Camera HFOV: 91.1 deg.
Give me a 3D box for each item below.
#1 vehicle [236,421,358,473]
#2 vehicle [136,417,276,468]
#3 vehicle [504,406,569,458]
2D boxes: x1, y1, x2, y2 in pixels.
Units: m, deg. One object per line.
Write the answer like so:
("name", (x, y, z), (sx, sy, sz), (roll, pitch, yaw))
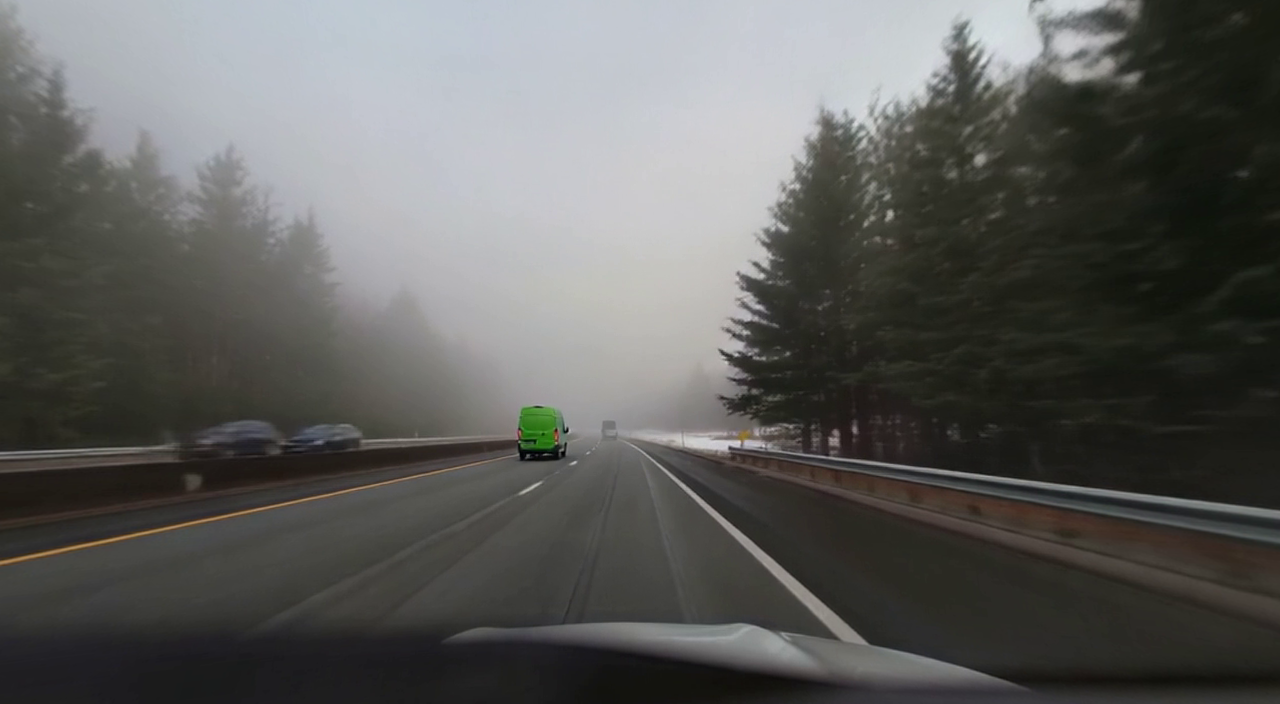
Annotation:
("vehicle", (-11.847, 3.298, 22.115), (1.907, 1.590, 4.292), (1, -8, -1))
("vehicle", (-15.534, 3.276, 22.869), (1.965, 1.658, 4.405), (0, -8, -1))
("vehicle", (-5.300, 4.236, 33.135), (2.561, 2.509, 5.465), (0, -8, -1))
